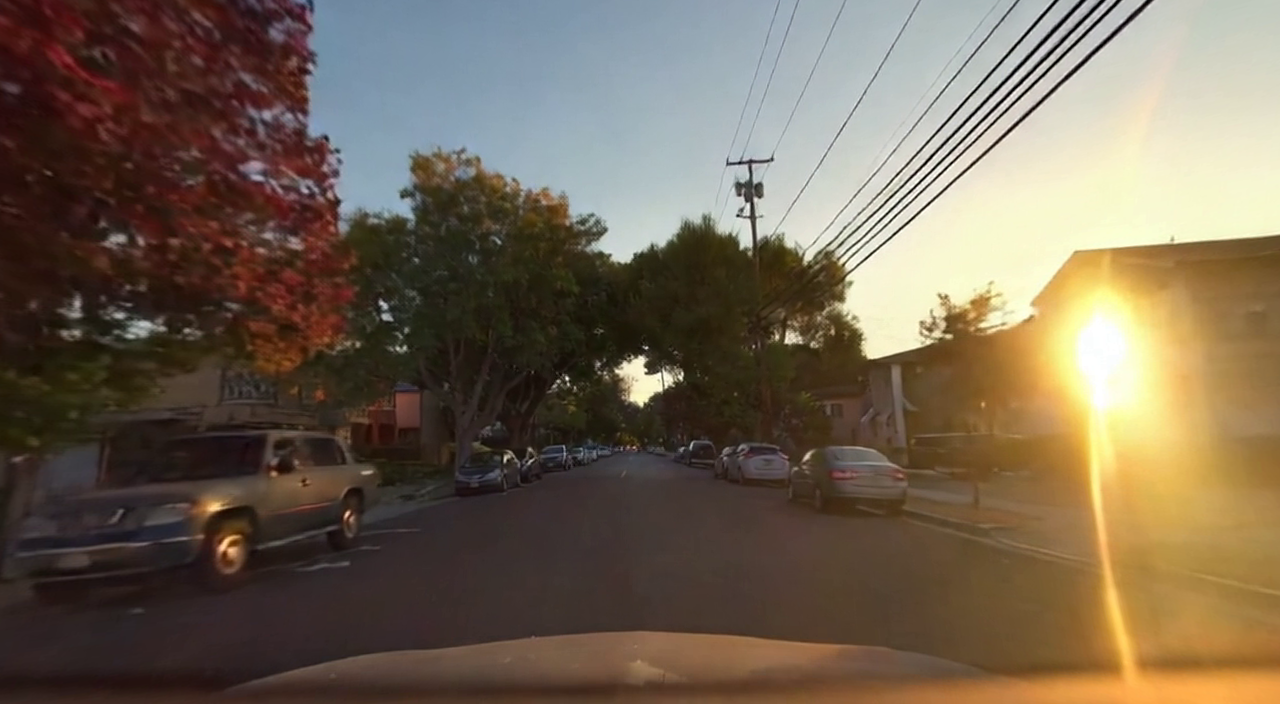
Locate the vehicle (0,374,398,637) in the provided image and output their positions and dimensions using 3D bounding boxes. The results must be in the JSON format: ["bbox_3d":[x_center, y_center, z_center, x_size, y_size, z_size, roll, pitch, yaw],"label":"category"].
[{"bbox_3d":[-5.298,1.711,8.132,2.242,2.135,5.566,-2,-9,-1],"label":"vehicle"}]

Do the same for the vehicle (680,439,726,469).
[{"bbox_3d":[4.185,6.895,42.793,2.279,1.848,5.577,0,-9,-2],"label":"vehicle"}]

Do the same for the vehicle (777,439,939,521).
[{"bbox_3d":[4.347,2.617,13.439,1.893,1.437,4.369,0,-9,0],"label":"vehicle"}]

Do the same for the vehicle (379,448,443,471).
[{"bbox_3d":[-17.526,8.255,48.417,4.184,1.620,1.852,-1,-8,1],"label":"vehicle"}]

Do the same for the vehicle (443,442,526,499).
[{"bbox_3d":[-5.404,4.135,22.525,1.873,1.709,4.206,-4,-8,0],"label":"vehicle"}]

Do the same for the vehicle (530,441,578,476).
[{"bbox_3d":[-5.295,6.612,39.544,2.285,1.895,5.883,-3,-8,-2],"label":"vehicle"}]

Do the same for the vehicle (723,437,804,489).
[{"bbox_3d":[4.231,3.883,22.413,1.979,1.620,4.684,0,-9,1],"label":"vehicle"}]
